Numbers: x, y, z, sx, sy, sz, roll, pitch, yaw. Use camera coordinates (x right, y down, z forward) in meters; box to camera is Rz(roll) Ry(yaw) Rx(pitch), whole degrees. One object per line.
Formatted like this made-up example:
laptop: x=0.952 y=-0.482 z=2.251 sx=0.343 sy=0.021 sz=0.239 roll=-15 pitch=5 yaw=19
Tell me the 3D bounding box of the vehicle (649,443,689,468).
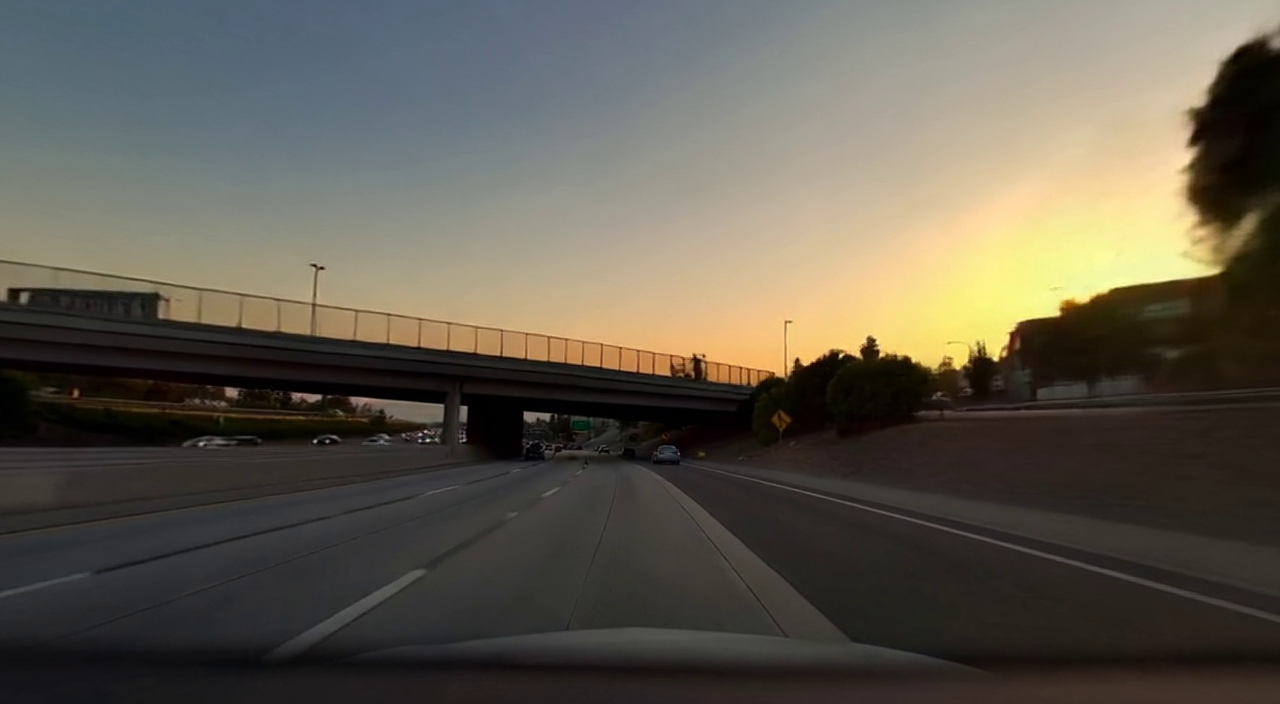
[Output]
vehicle: x=1.799 y=6.736 z=41.205 sx=2.059 sy=1.509 sz=4.670 roll=1 pitch=-8 yaw=-4
